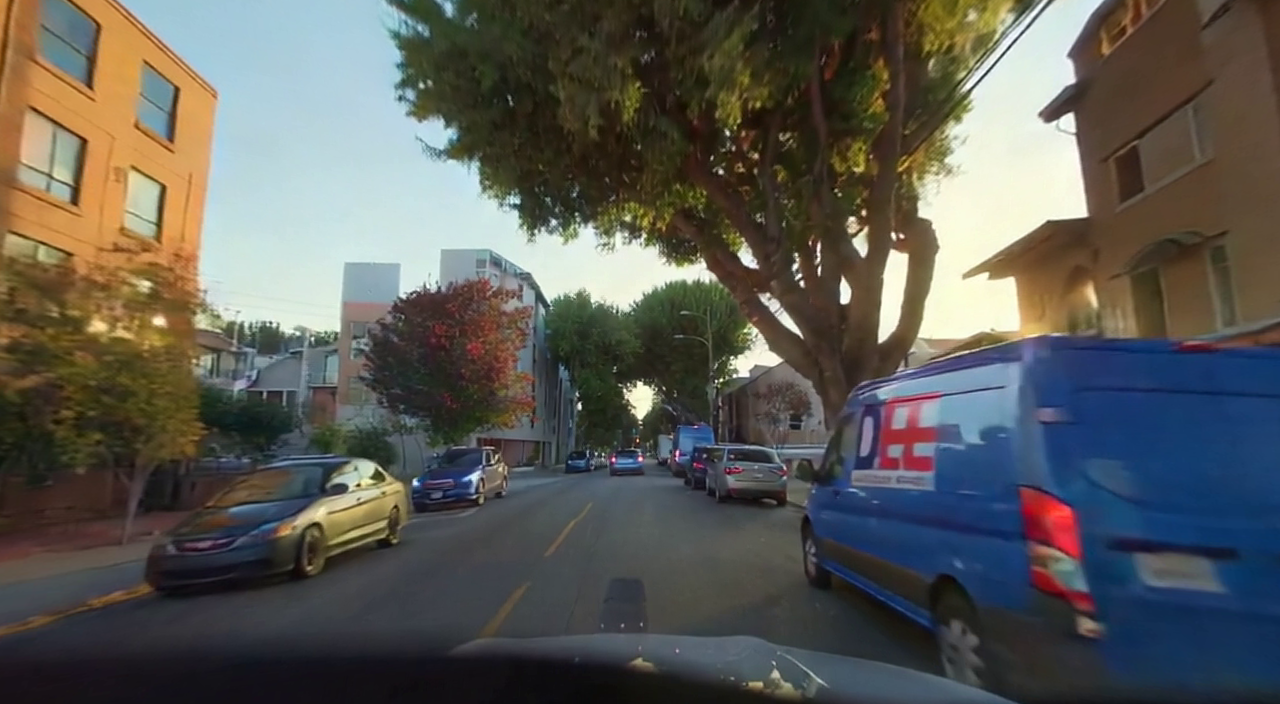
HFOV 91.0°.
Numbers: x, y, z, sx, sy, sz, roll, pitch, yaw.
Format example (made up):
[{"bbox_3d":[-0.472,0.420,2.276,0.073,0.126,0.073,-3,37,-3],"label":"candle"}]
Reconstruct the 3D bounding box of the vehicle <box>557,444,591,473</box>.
[{"bbox_3d":[-4.701,7.619,45.326,1.951,1.662,4.046,1,-4,0],"label":"vehicle"}]

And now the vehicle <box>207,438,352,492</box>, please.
[{"bbox_3d":[-11.328,3.543,20.217,1.795,1.513,4.442,0,-8,3],"label":"vehicle"}]

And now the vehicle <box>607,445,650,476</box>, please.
[{"bbox_3d":[-0.618,5.598,32.735,2.095,1.510,3.605,0,-8,-1],"label":"vehicle"}]

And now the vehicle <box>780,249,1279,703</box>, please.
[{"bbox_3d":[2.684,0.977,4.455,2.303,2.049,4.719,0,-8,0],"label":"vehicle"}]

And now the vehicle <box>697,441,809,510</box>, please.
[{"bbox_3d":[2.642,2.977,15.728,1.906,1.471,3.941,0,-8,-3],"label":"vehicle"}]

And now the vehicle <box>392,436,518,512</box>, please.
[{"bbox_3d":[-4.902,3.248,17.470,2.090,1.497,4.639,1,-4,0],"label":"vehicle"}]
